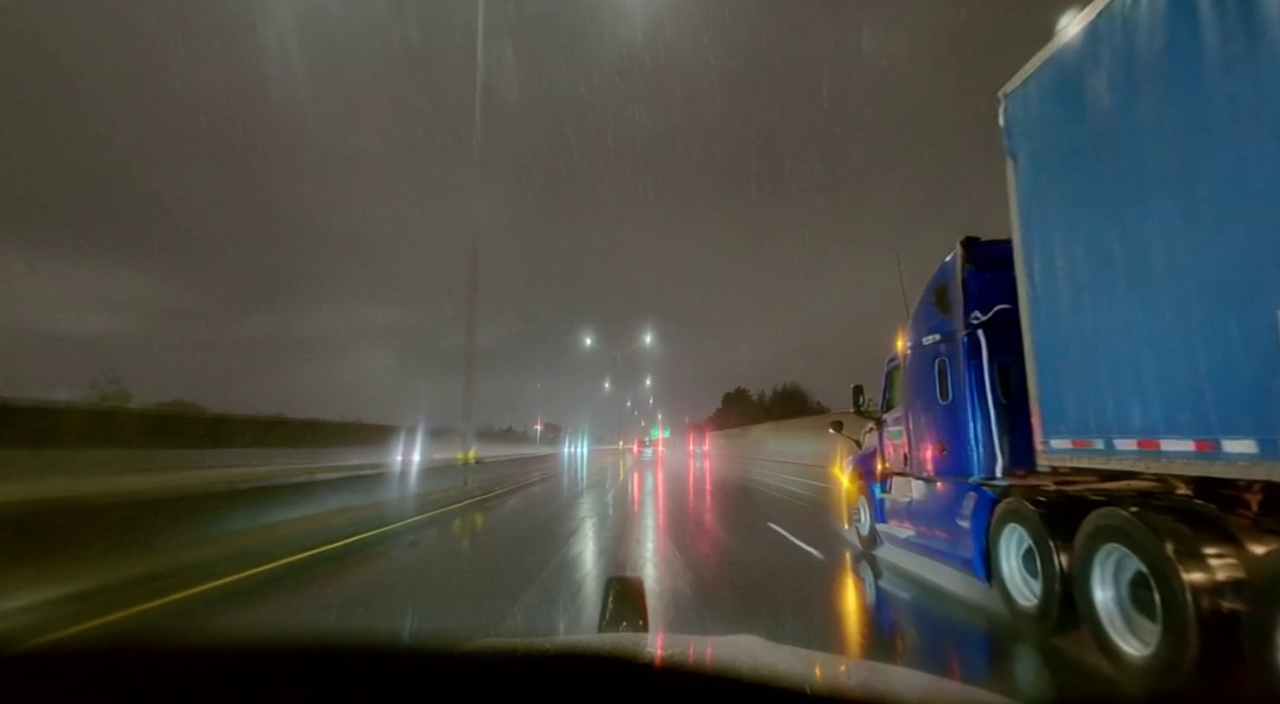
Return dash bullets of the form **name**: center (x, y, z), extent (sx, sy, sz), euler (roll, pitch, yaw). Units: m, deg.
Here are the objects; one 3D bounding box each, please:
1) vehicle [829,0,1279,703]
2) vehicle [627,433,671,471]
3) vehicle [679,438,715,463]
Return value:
- **vehicle**: center (4.351, 0.124, 5.075), extent (3.030, 3.985, 8.655), euler (0, -9, 1)
- **vehicle**: center (0.420, 5.279, 33.500), extent (2.205, 1.860, 4.301), euler (0, -9, 0)
- **vehicle**: center (4.349, 7.556, 48.559), extent (2.215, 1.798, 4.776), euler (0, -9, -1)
